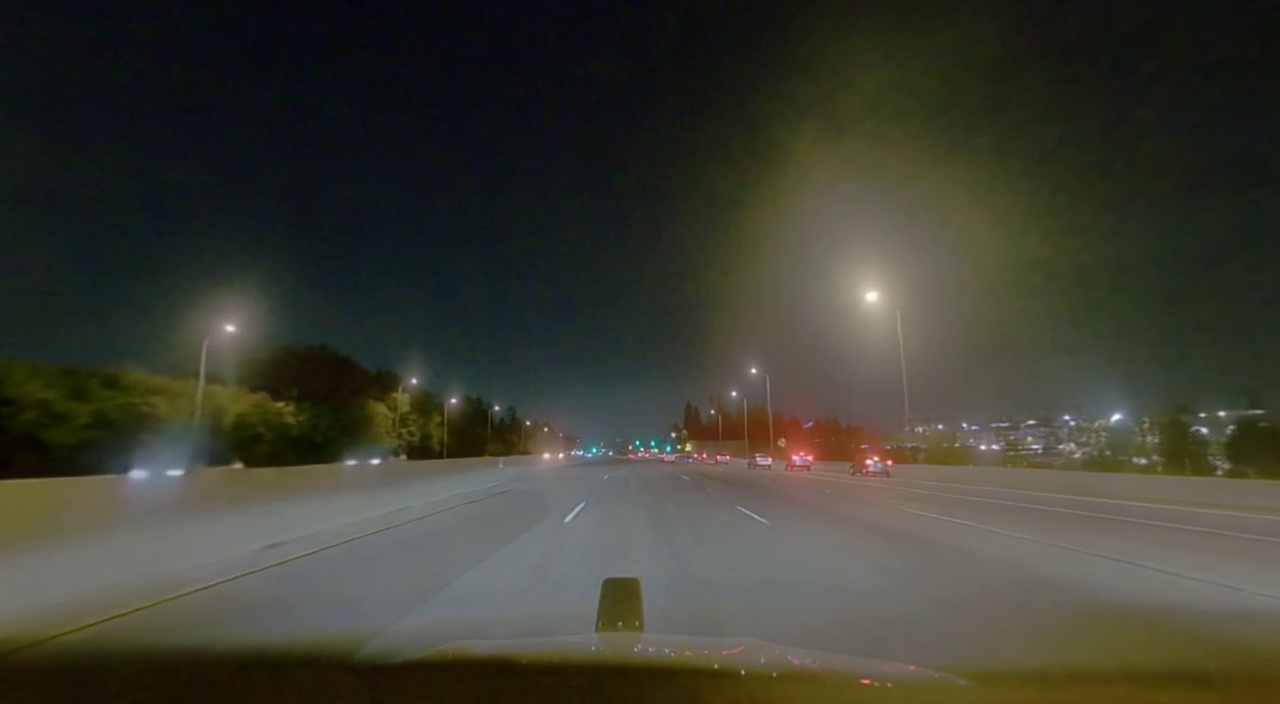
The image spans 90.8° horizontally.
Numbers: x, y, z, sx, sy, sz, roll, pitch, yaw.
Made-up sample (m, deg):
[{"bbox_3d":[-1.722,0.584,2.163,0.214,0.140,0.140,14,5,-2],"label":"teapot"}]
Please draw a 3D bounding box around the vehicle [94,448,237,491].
[{"bbox_3d":[-17.426,4.299,23.543,1.890,1.429,4.410,0,-9,0],"label":"vehicle"}]

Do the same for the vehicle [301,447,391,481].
[{"bbox_3d":[-13.822,5.276,30.046,2.069,1.493,4.539,0,-9,0],"label":"vehicle"}]
